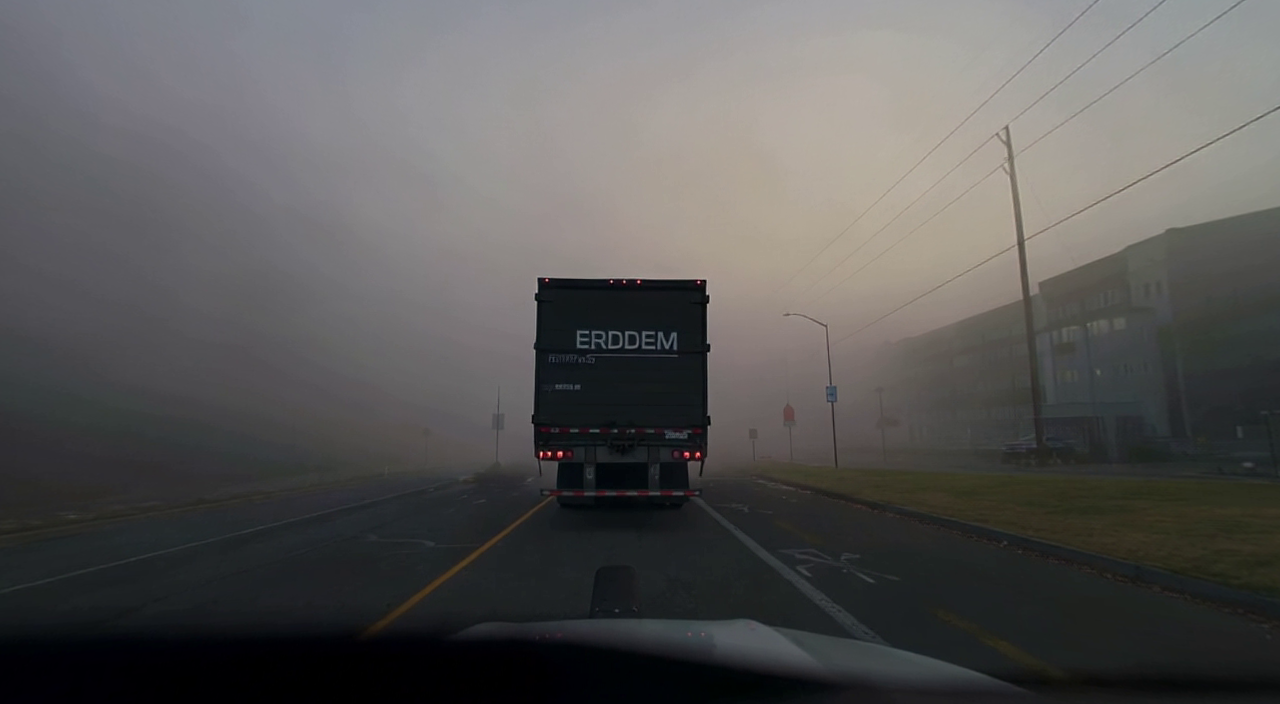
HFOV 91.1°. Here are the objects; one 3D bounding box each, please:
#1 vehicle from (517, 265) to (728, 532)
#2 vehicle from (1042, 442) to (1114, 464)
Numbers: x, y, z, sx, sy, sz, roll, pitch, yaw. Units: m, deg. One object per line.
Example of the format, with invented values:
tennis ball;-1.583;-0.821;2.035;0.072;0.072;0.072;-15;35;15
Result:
vehicle;-0.199;1.223;13.438;2.876;3.724;9.351;0;-8;1
vehicle;31.386;7.214;45.149;1.652;1.423;3.797;5;-9;-35
